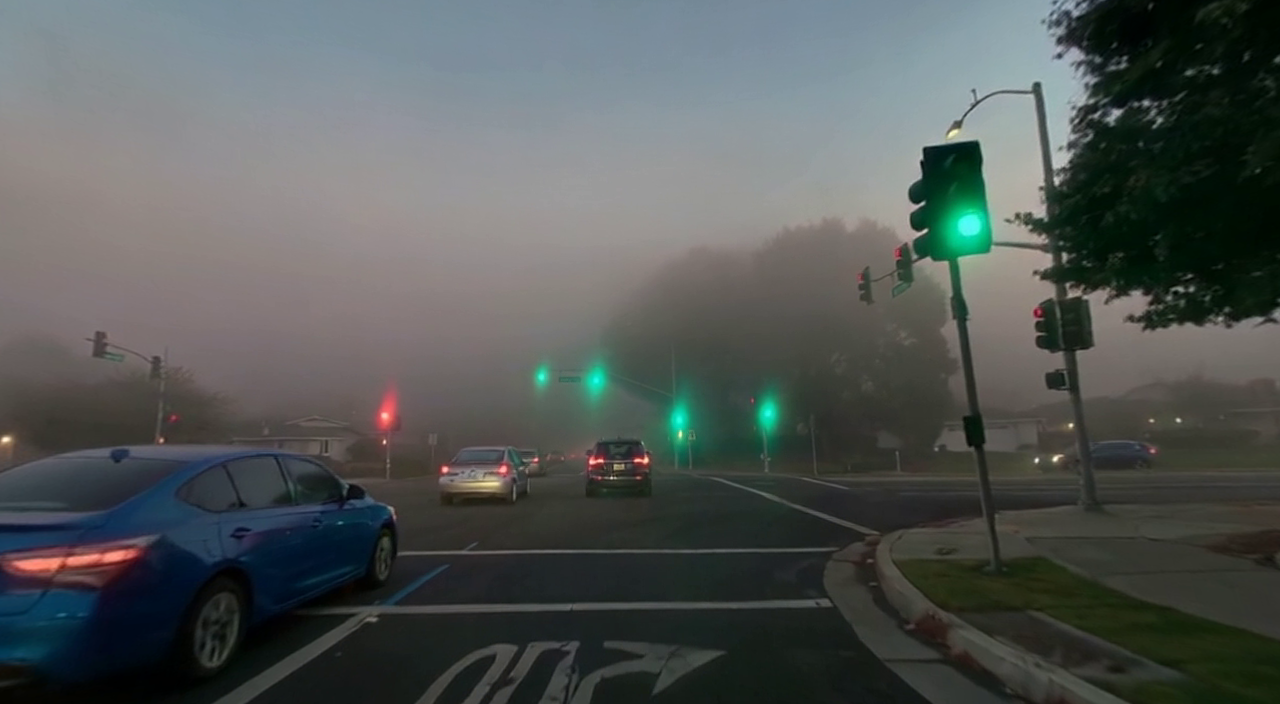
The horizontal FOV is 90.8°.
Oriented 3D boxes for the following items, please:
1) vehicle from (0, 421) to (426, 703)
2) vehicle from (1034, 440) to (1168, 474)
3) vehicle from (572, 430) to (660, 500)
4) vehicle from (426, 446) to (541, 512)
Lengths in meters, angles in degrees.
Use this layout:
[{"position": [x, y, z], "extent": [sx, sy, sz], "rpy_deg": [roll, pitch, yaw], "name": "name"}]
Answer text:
[{"position": [-3.576, 1.419, 5.210], "extent": [1.977, 1.488, 4.741], "rpy_deg": [0, -9, 0], "name": "vehicle"}, {"position": [20.542, 4.694, 28.330], "extent": [4.353, 1.431, 1.876], "rpy_deg": [-2, -9, 13], "name": "vehicle"}, {"position": [-0.732, 3.444, 19.625], "extent": [2.396, 1.881, 4.606], "rpy_deg": [0, -9, -2], "name": "vehicle"}, {"position": [-3.885, 3.205, 16.493], "extent": [1.934, 1.459, 4.368], "rpy_deg": [0, -9, -1], "name": "vehicle"}]
